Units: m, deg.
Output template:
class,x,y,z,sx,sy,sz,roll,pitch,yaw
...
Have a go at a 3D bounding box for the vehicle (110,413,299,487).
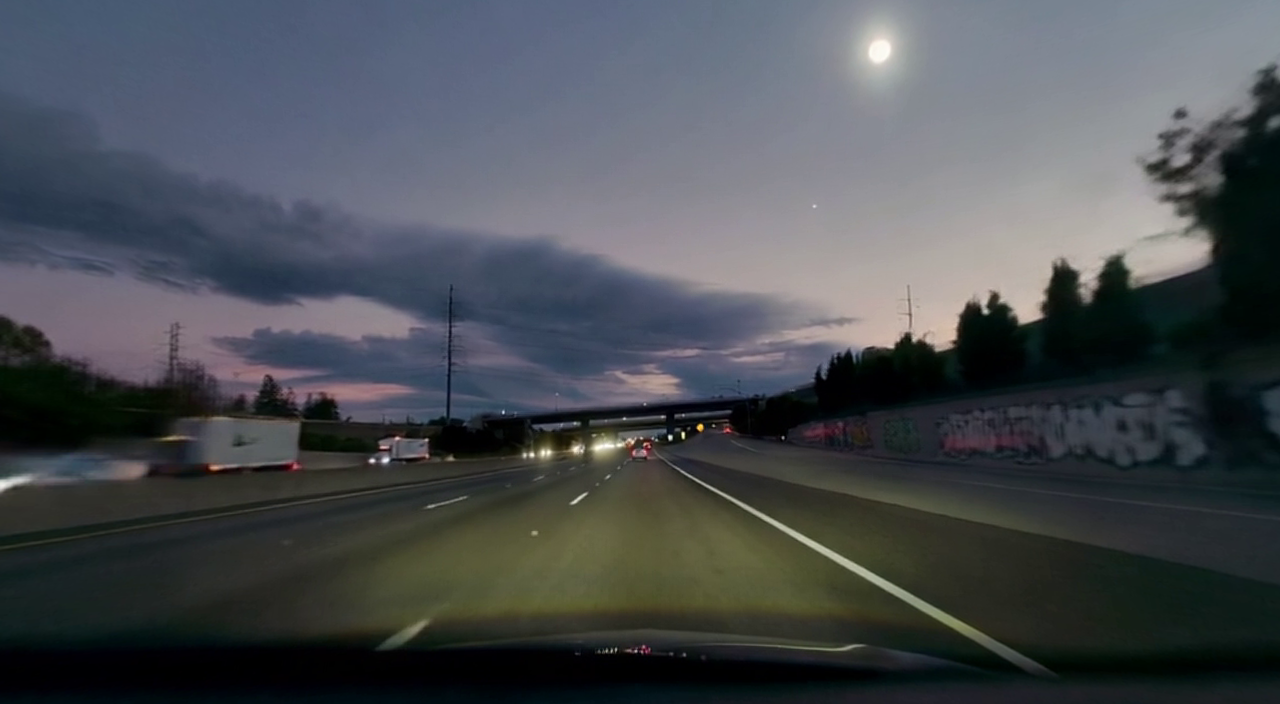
class,x,y,z,sx,sy,sz,roll,pitch,yaw
vehicle,-24.446,5.710,36.566,3.177,3.622,10.760,0,-9,0
